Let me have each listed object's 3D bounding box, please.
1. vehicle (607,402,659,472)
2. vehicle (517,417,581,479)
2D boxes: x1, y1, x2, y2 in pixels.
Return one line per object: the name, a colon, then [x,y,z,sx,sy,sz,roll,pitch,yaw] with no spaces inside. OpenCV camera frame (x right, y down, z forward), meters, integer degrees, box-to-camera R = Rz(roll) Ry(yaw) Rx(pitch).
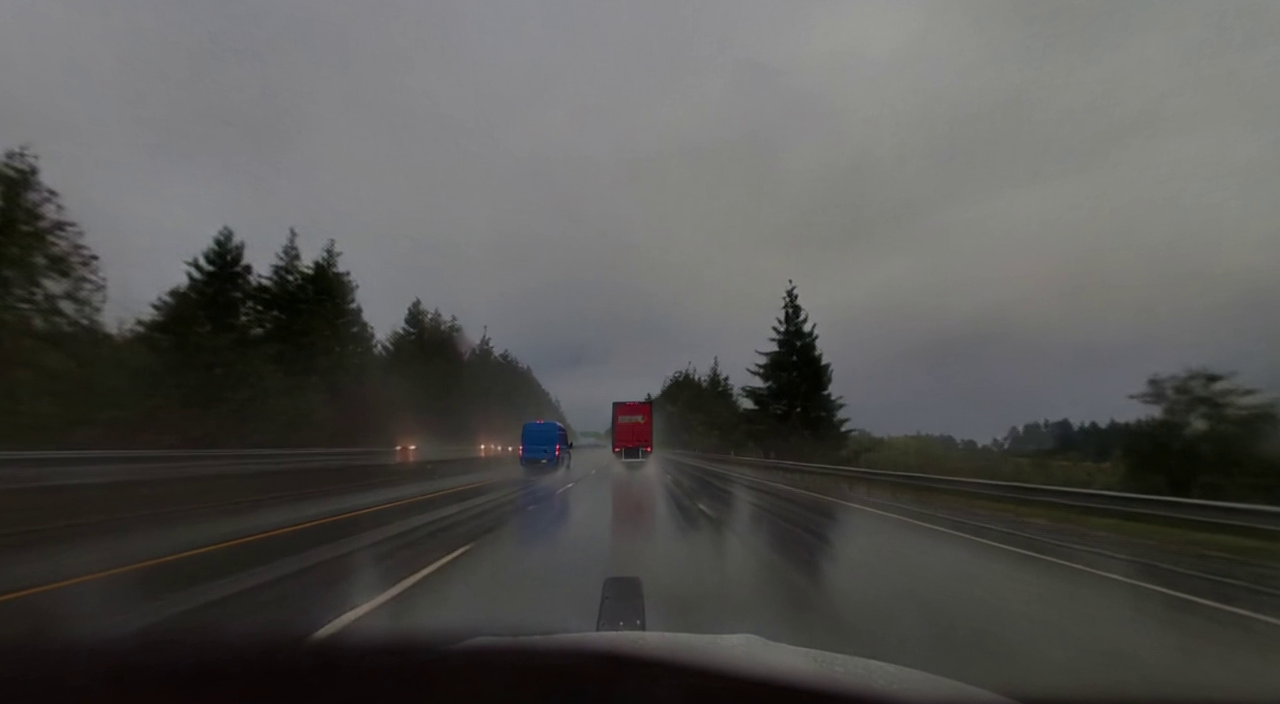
vehicle: [-0.488,5.696,41.447,2.995,4.036,10.311,0,-9,-1]
vehicle: [-4.459,4.886,32.015,2.357,2.786,6.144,0,-9,-1]
